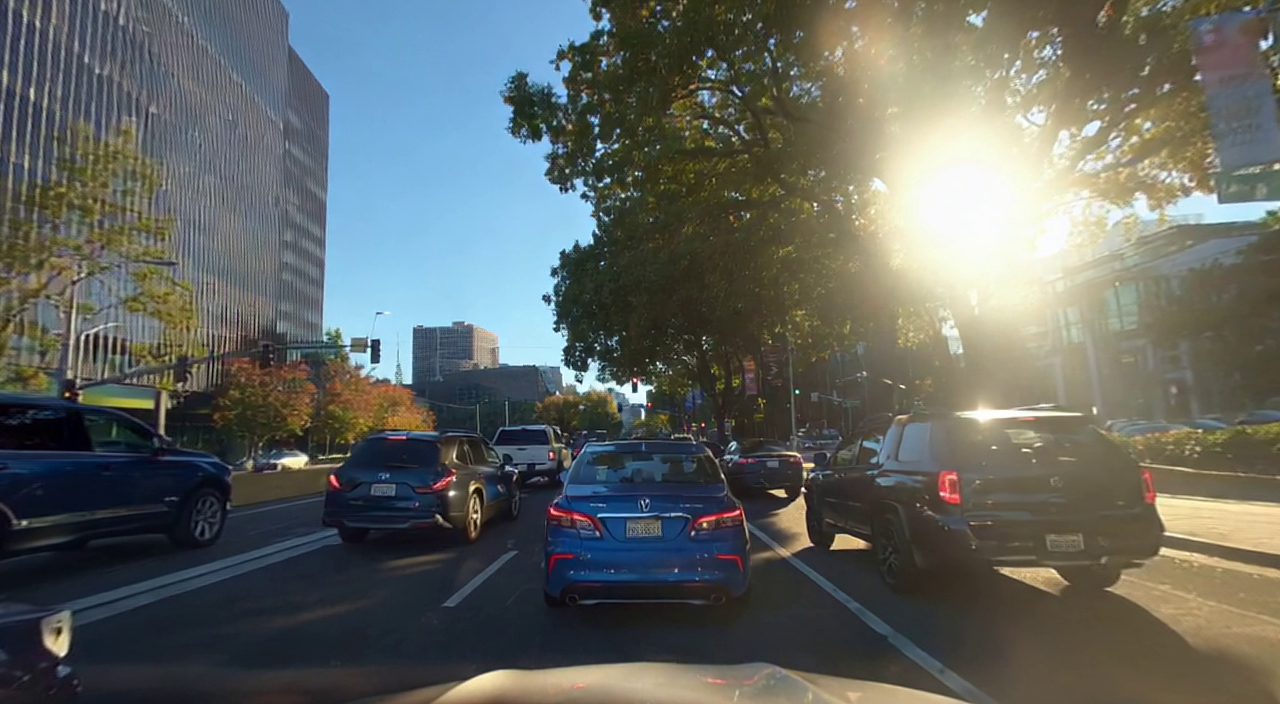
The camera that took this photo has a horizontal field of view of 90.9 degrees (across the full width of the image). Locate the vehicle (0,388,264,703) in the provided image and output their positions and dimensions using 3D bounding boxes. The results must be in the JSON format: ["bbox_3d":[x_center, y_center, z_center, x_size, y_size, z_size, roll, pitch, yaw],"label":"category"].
[{"bbox_3d":[-3.378,0.770,1.401,2.144,1.505,4.635,-1,-8,1],"label":"vehicle"}]

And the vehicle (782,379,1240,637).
[{"bbox_3d":[3.095,1.404,6.650,2.108,1.785,4.334,0,-8,-1],"label":"vehicle"}]

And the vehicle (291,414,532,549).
[{"bbox_3d":[-3.345,2.016,10.463,2.168,1.719,4.561,-1,-8,2],"label":"vehicle"}]

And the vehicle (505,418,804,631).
[{"bbox_3d":[0.091,1.536,6.587,2.147,1.507,3.953,0,-8,0],"label":"vehicle"}]
